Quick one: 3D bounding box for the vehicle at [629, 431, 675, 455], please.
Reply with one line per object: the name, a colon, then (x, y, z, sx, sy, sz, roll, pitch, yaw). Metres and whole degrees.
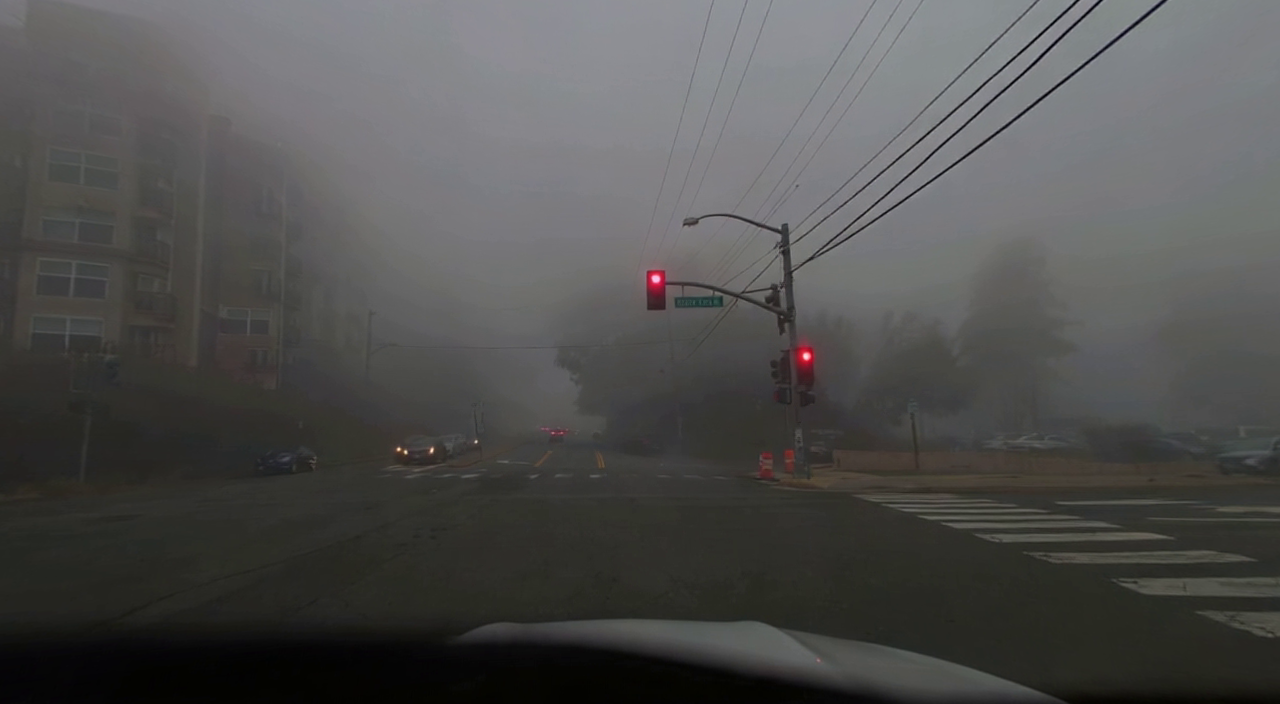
vehicle: (0.777, 6.462, 44.653, 2.073, 1.571, 4.790, 2, -9, -14)

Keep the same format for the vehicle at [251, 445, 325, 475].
vehicle: (-21.107, 6.469, 38.092, 1.981, 1.628, 4.336, 0, -9, -1)

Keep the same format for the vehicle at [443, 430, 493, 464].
vehicle: (-9.789, 5.462, 36.192, 1.910, 1.818, 4.057, 0, -9, -3)

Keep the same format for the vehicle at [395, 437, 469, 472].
vehicle: (-9.691, 4.804, 29.787, 2.116, 1.521, 4.294, 0, -9, -1)
